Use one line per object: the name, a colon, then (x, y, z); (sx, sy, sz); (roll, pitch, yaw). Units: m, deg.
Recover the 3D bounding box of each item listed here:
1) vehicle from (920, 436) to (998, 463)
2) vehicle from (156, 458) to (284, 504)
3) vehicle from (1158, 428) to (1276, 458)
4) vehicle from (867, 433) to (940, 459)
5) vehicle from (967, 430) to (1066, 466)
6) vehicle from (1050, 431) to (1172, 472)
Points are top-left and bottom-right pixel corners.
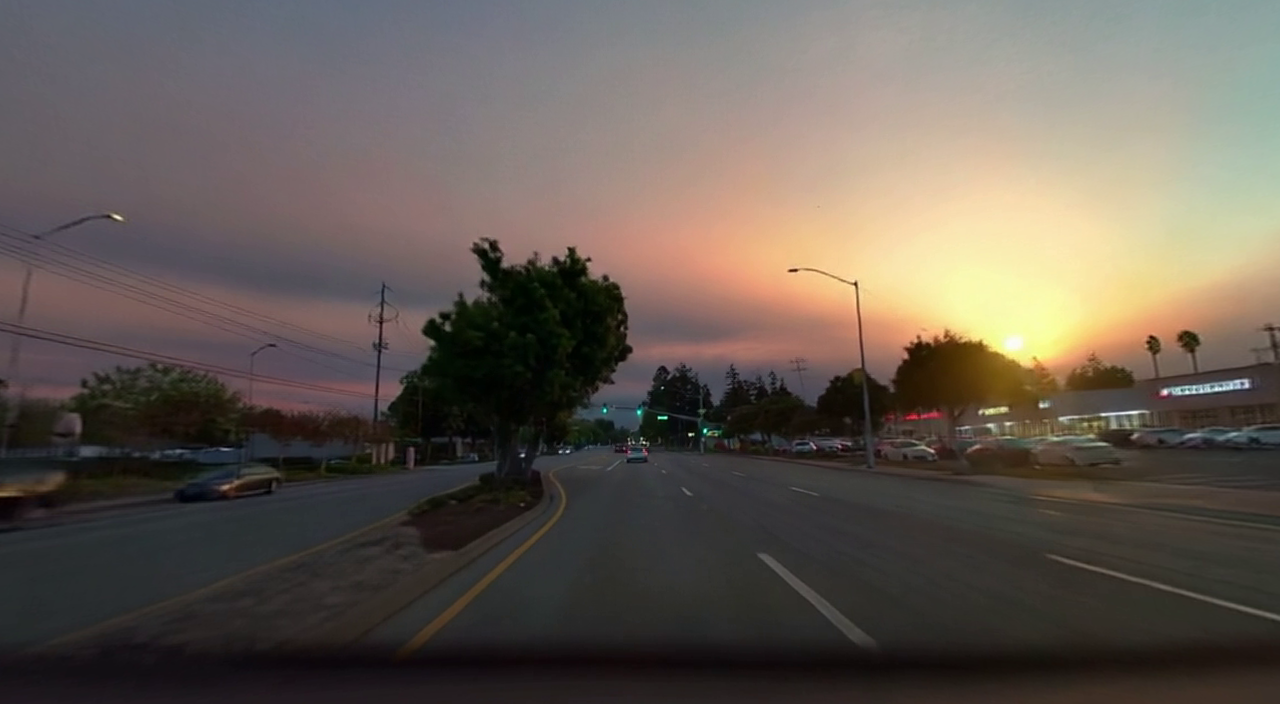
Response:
vehicle: (19.413, 5.917, 38.469); (4.238, 1.561, 1.922); (4, -9, -25)
vehicle: (-16.777, 5.129, 25.552); (1.888, 1.591, 4.431); (-1, -8, 4)
vehicle: (31.757, 5.035, 34.872); (4.446, 1.560, 1.943); (-1, -8, 2)
vehicle: (20.091, 7.169, 48.185); (5.072, 1.887, 2.189); (4, -9, -24)
vehicle: (19.158, 4.860, 32.123); (4.630, 1.704, 2.063); (4, -10, -27)
vehicle: (19.331, 4.053, 25.908); (4.731, 1.535, 2.079); (4, -10, -28)
